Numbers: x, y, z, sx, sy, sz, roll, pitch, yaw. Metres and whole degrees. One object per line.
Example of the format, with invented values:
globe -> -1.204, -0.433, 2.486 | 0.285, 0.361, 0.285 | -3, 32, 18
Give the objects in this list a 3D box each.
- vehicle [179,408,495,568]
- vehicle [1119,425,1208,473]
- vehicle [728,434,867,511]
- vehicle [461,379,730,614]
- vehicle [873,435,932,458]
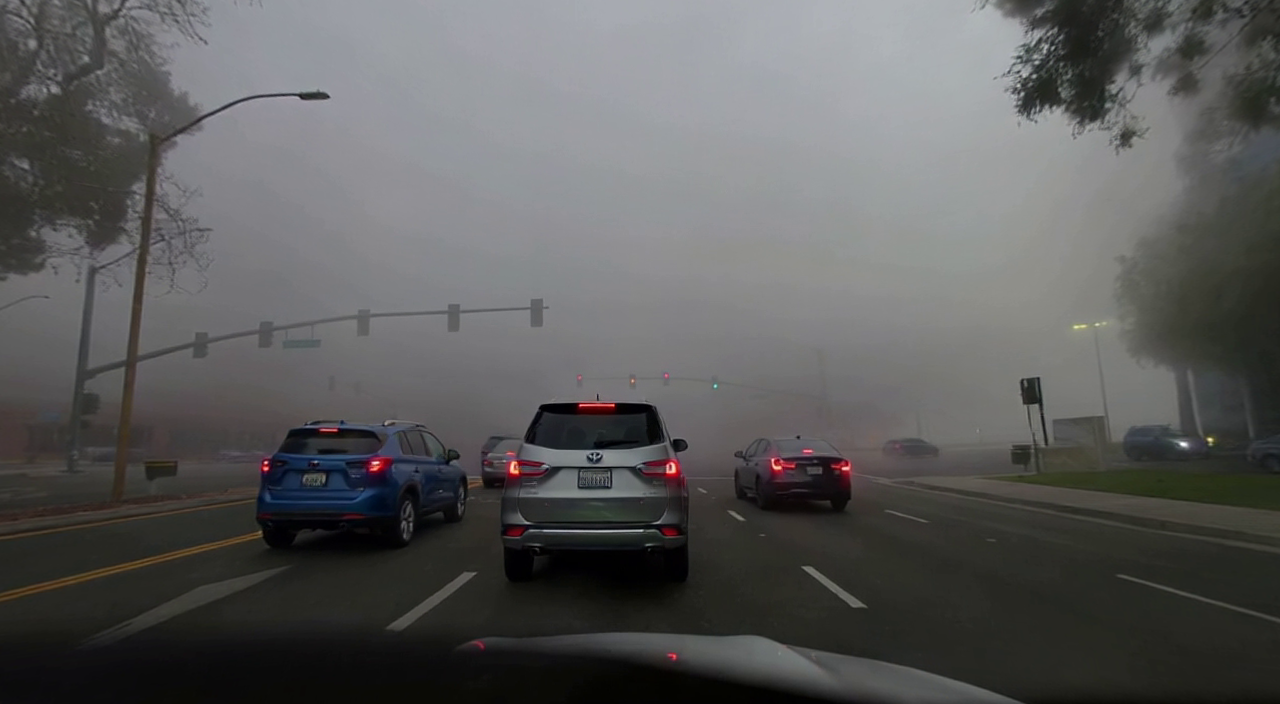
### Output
vehicle -> -3.718, 1.763, 8.966 | 2.160, 1.666, 4.583 | 0, -8, 1
vehicle -> 19.188, 3.539, 23.029 | 4.215, 1.578, 1.892 | 8, -12, -44
vehicle -> 3.409, 2.696, 14.593 | 2.121, 1.494, 4.208 | 0, -8, 0
vehicle -> -0.342, 1.430, 7.099 | 2.064, 1.817, 4.298 | 0, -8, 0
vehicle -> 19.996, 7.193, 47.928 | 4.361, 1.653, 2.034 | 6, -10, -35
